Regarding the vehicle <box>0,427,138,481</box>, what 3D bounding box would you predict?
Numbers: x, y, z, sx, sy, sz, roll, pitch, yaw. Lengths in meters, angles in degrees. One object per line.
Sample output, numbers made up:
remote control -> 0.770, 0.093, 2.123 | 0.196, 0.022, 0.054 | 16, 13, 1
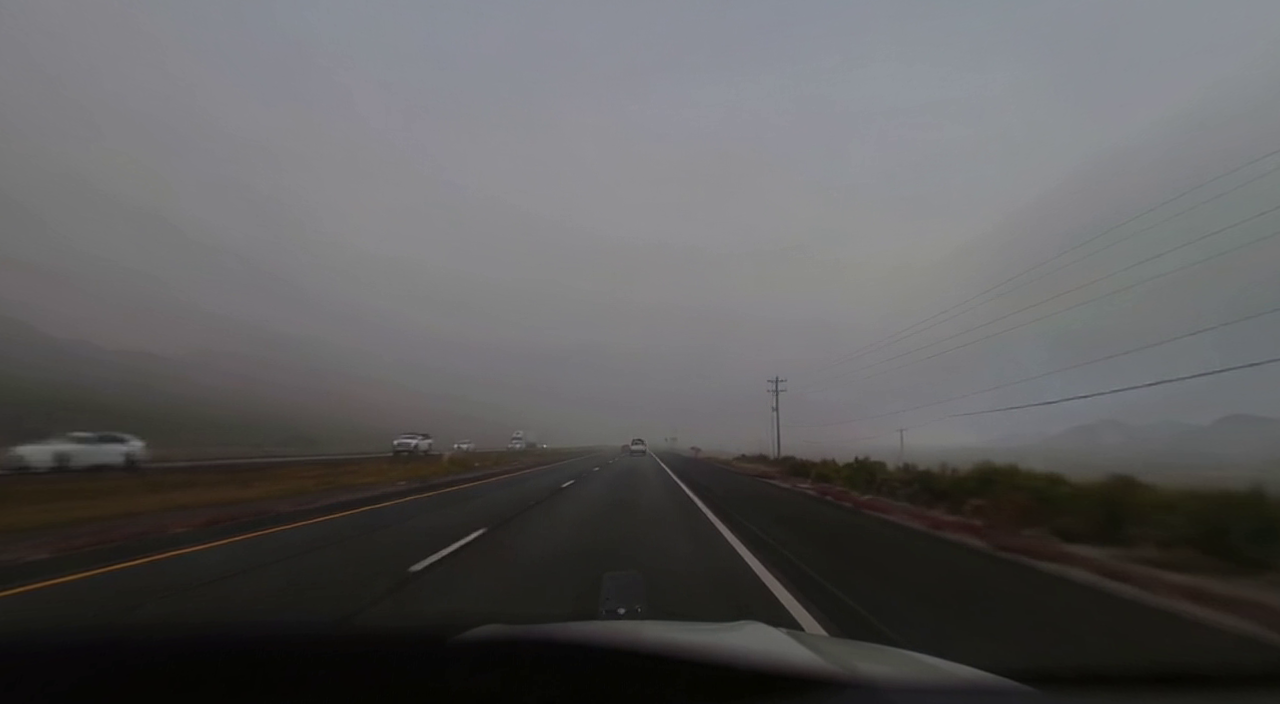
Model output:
vehicle -> -20.945, 3.612, 22.529 | 1.999, 1.691, 4.714 | 0, -8, 1
